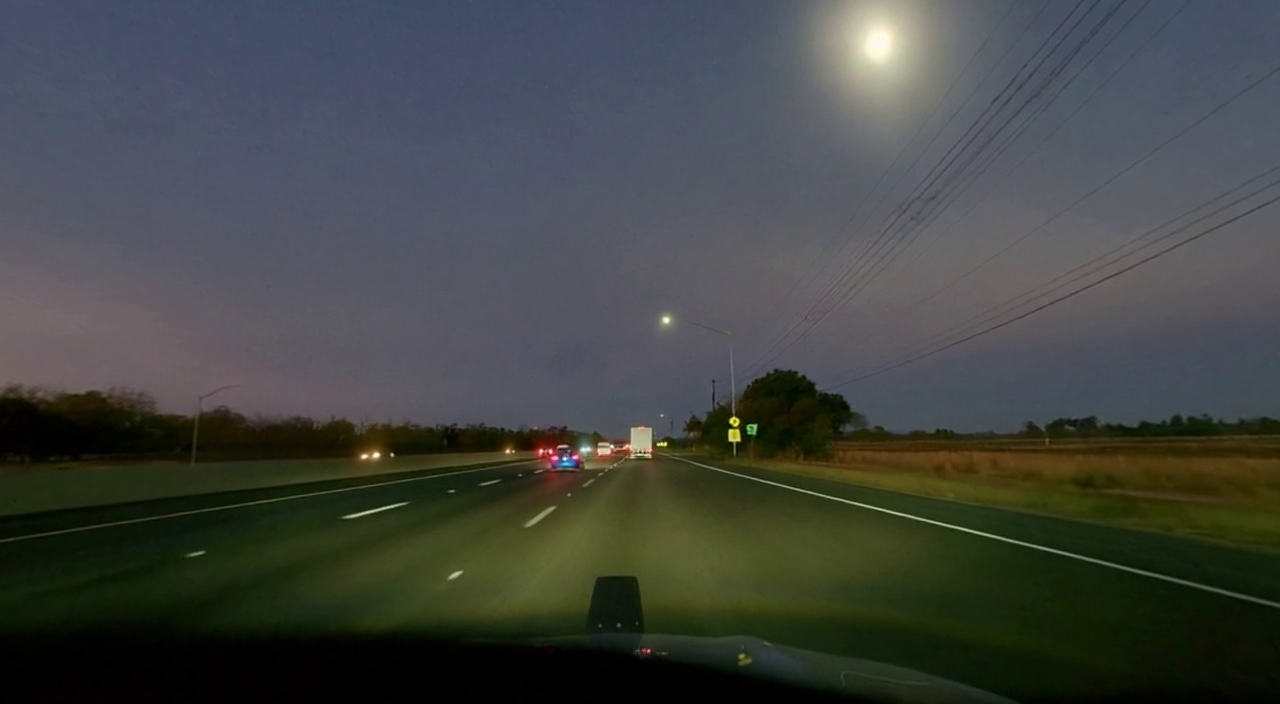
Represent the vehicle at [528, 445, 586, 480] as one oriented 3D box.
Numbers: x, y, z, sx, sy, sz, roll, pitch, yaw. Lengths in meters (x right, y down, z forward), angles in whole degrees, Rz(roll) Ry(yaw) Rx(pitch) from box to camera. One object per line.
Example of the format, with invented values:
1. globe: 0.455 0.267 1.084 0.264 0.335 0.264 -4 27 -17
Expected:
1. vehicle: -3.841 5.194 29.906 2.104 1.501 4.459 0 -9 0
